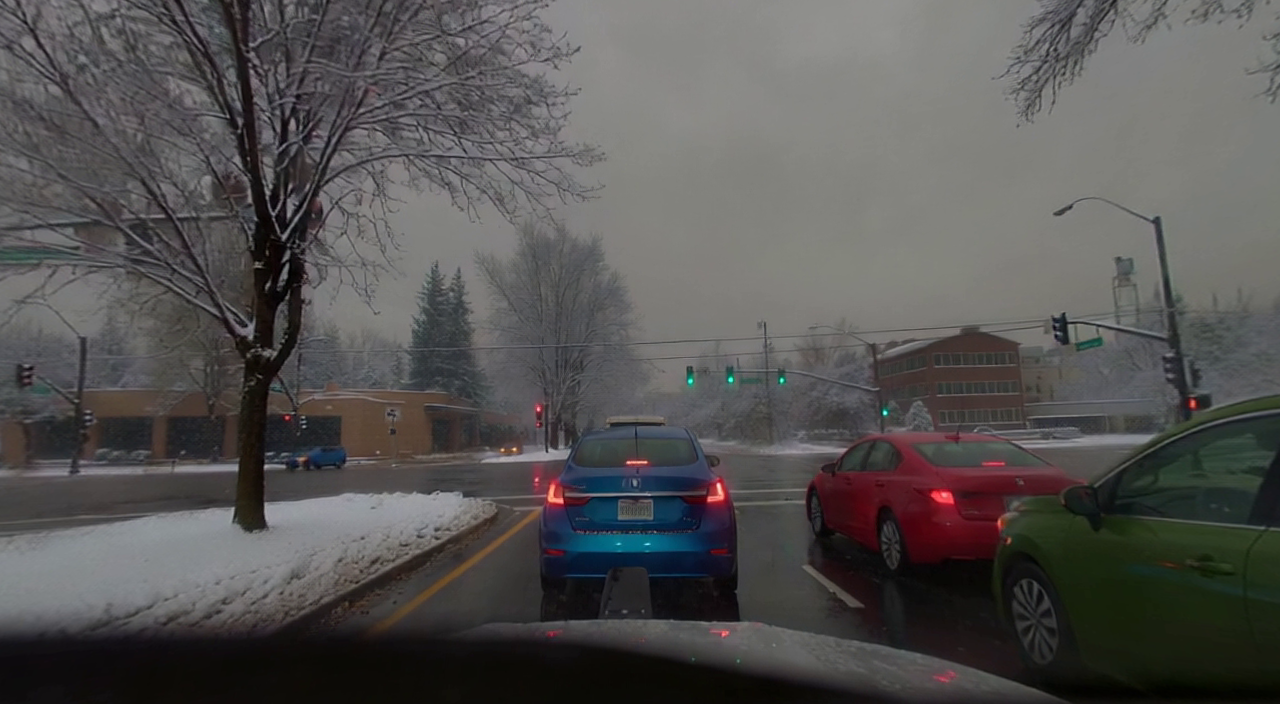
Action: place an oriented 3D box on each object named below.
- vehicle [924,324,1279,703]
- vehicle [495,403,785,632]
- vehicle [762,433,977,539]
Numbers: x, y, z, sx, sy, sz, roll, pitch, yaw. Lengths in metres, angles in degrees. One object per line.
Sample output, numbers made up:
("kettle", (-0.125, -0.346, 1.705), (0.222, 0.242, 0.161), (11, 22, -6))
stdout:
("vehicle", (3.725, 0.929, 3.424), (2.162, 1.829, 4.519), (0, -9, -1))
("vehicle", (-0.014, 1.476, 6.508), (2.074, 1.631, 3.793), (0, -9, 0))
("vehicle", (3.699, 2.255, 11.293), (2.054, 1.482, 4.654), (0, -9, -1))
